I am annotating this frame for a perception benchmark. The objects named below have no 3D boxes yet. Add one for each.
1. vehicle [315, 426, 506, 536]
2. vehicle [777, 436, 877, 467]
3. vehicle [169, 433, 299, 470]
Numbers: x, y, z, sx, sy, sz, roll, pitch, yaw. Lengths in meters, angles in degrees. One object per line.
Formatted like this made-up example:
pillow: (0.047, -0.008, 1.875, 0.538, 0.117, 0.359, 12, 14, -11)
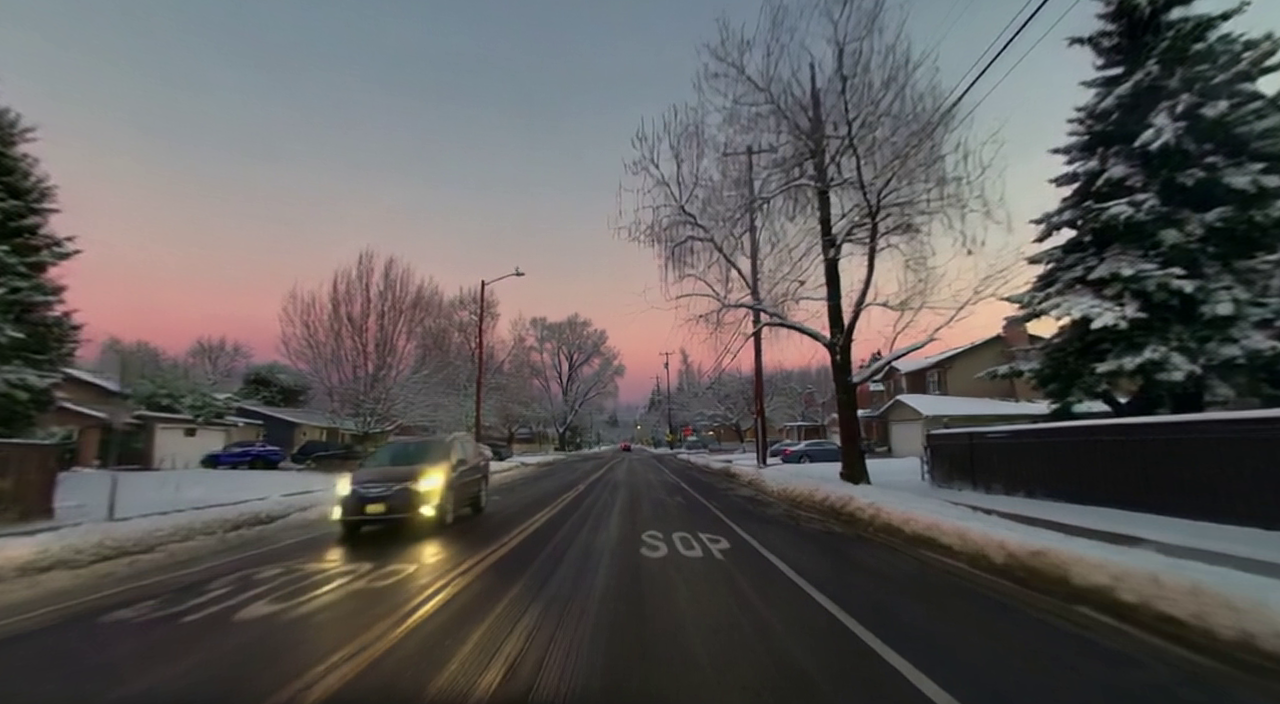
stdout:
vehicle: (-3.844, 2.197, 11.443, 1.935, 1.595, 3.972, 1, -8, 0)
vehicle: (10.521, 5.615, 35.687, 4.908, 1.537, 2.065, -1, -9, -5)
vehicle: (-22.013, 5.424, 34.515, 5.369, 1.862, 2.338, 2, -8, -9)
